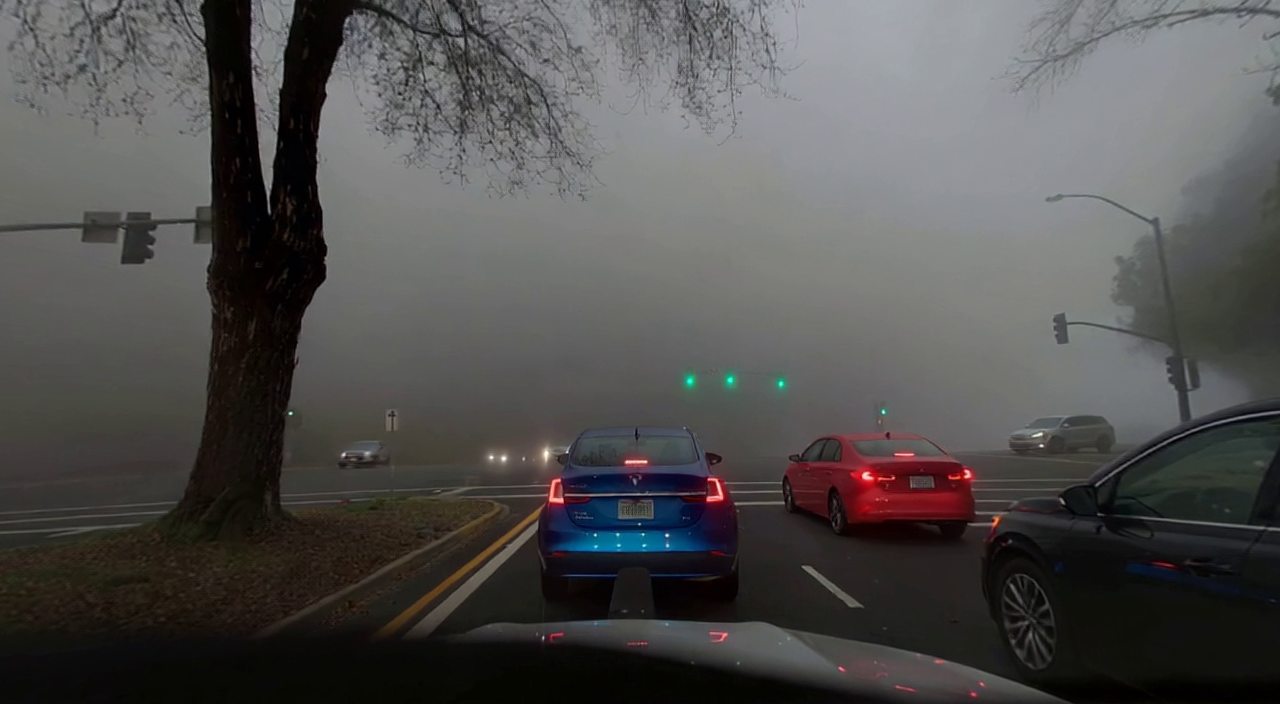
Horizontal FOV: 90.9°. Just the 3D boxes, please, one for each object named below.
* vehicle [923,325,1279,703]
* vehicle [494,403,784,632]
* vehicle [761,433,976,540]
[{"bbox_3d":[3.717,0.934,3.426,2.162,1.829,4.519,0,-9,-1],"label":"vehicle"},{"bbox_3d":[-0.024,1.478,6.503,2.074,1.631,3.793,0,-9,0],"label":"vehicle"},{"bbox_3d":[3.686,2.259,11.301,2.054,1.482,4.654,0,-9,-1],"label":"vehicle"}]
